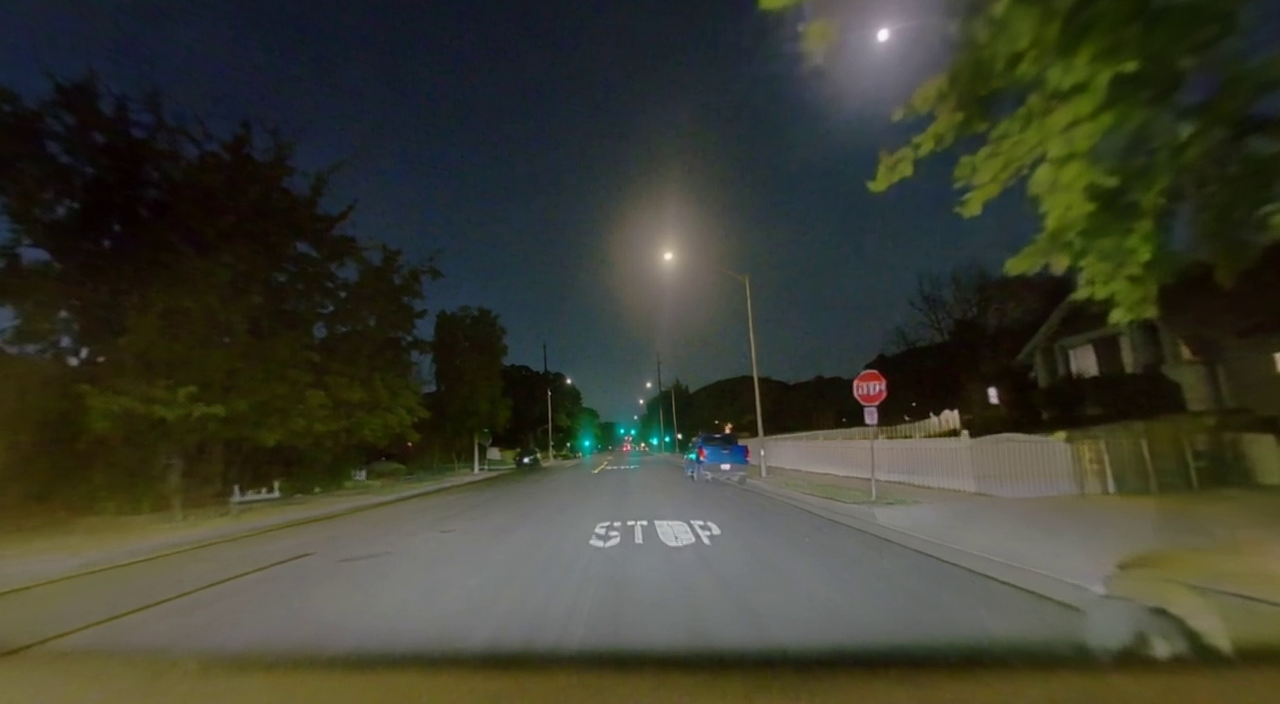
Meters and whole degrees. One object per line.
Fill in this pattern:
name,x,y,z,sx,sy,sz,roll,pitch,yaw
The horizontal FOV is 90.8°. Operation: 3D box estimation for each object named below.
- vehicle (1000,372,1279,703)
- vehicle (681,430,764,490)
vehicle,3.004,0.679,0.916,2.185,1.513,4.524,0,-9,-2
vehicle,2.693,3.671,21.810,2.126,1.795,4.751,0,-9,-1
